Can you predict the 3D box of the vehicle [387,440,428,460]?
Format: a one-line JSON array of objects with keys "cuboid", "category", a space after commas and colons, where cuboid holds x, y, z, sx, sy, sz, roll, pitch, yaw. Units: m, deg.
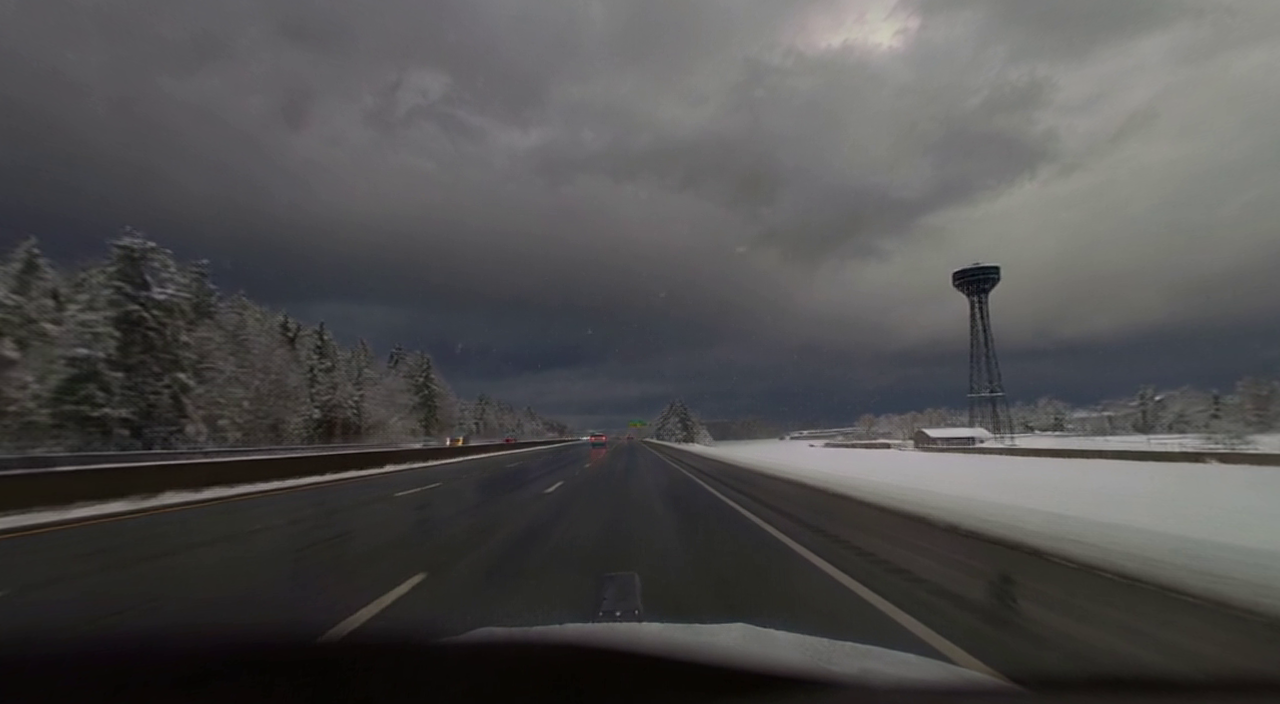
[{"cuboid": [-18.397, 7.762, 49.954, 1.807, 1.489, 3.962, 0, -8, -1], "category": "vehicle"}]
